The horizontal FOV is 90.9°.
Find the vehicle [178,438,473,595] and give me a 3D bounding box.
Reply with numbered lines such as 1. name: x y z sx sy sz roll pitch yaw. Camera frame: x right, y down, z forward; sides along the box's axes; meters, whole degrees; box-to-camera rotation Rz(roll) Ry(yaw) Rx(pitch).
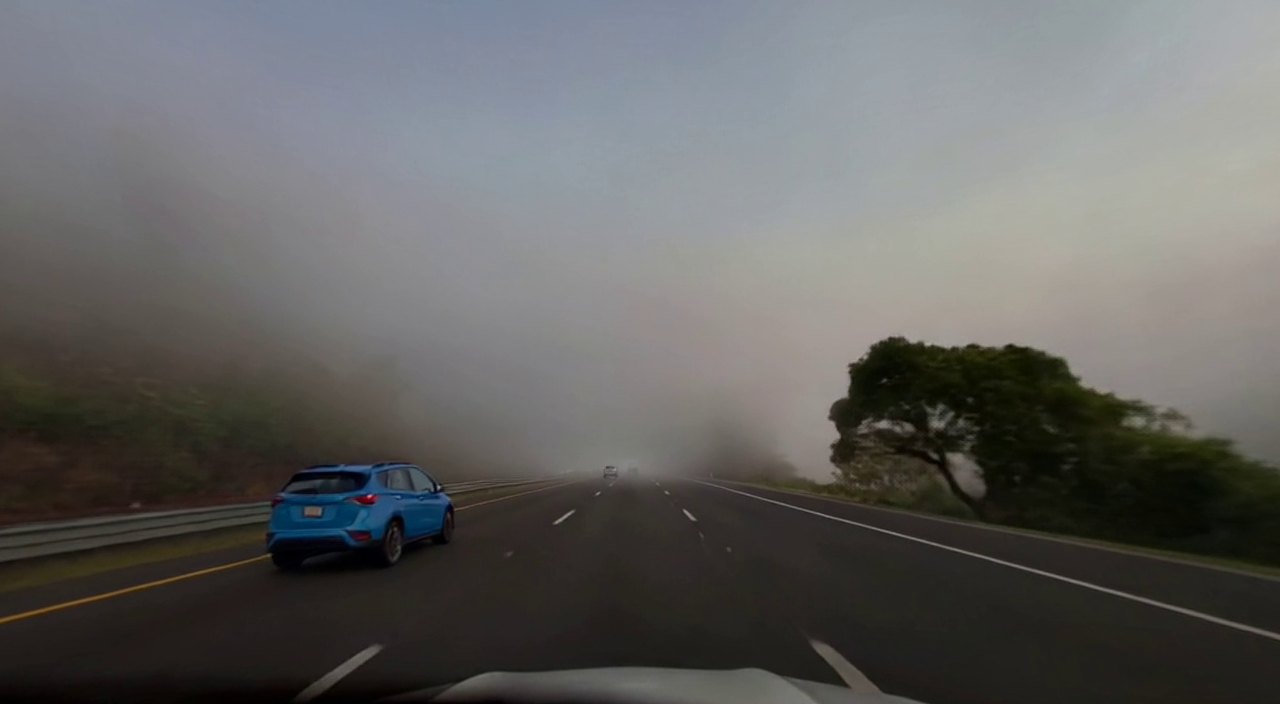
1. vehicle: -3.721 2.033 8.442 1.797 1.532 4.072 1 -10 0
